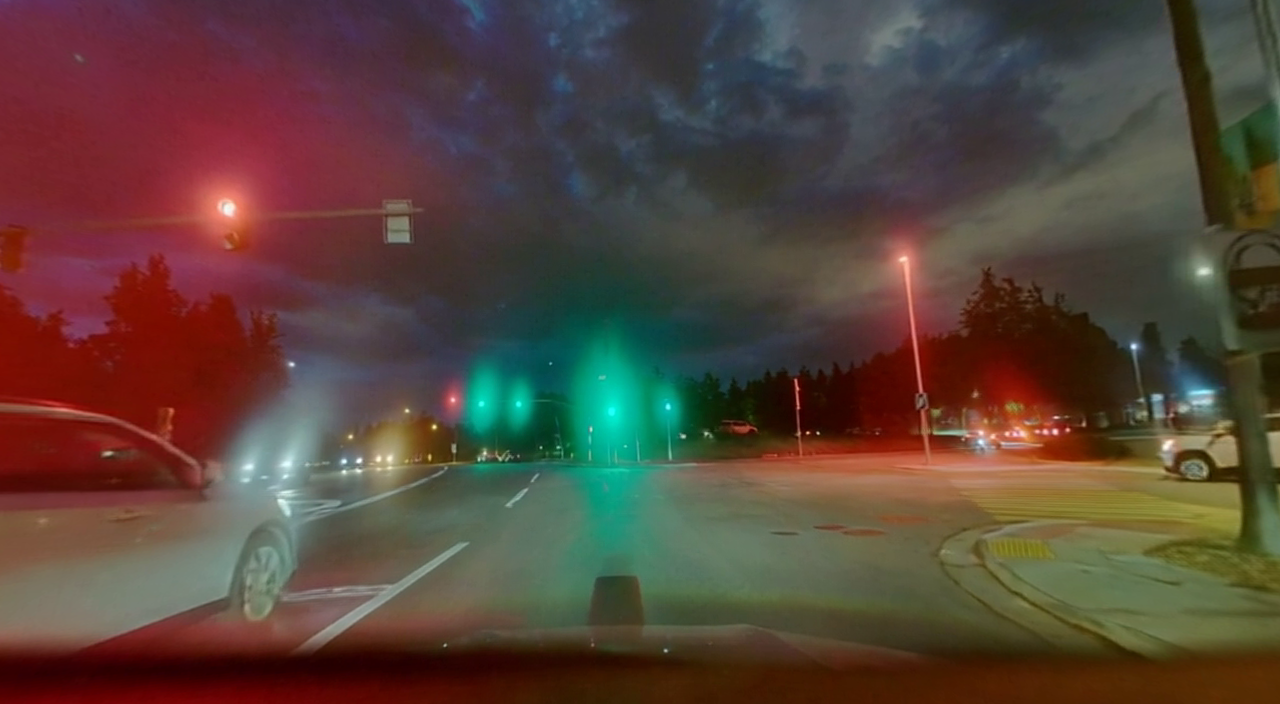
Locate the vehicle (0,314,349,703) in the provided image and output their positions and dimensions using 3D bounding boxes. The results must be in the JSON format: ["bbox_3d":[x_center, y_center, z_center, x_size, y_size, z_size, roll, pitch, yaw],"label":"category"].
[{"bbox_3d":[-3.574,0.813,2.806,2.134,1.799,5.082,0,-9,0],"label":"vehicle"}]

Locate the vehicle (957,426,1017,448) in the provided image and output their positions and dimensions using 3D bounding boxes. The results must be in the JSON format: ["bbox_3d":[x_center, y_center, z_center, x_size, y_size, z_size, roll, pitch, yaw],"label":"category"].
[{"bbox_3d":[25.813,6.329,46.984,3.966,1.585,1.921,4,-10,-26],"label":"vehicle"}]

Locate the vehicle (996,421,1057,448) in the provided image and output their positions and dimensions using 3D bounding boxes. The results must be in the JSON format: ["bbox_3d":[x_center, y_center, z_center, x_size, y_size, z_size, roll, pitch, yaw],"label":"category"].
[{"bbox_3d":[30.161,6.440,49.284,4.075,1.687,1.978,-1,-9,-28],"label":"vehicle"}]

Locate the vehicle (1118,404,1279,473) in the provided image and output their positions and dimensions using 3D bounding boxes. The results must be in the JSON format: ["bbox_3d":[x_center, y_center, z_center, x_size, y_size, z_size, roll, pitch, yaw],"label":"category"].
[{"bbox_3d":[16.968,2.481,17.957,4.857,1.803,2.147,-4,-10,24],"label":"vehicle"}]
